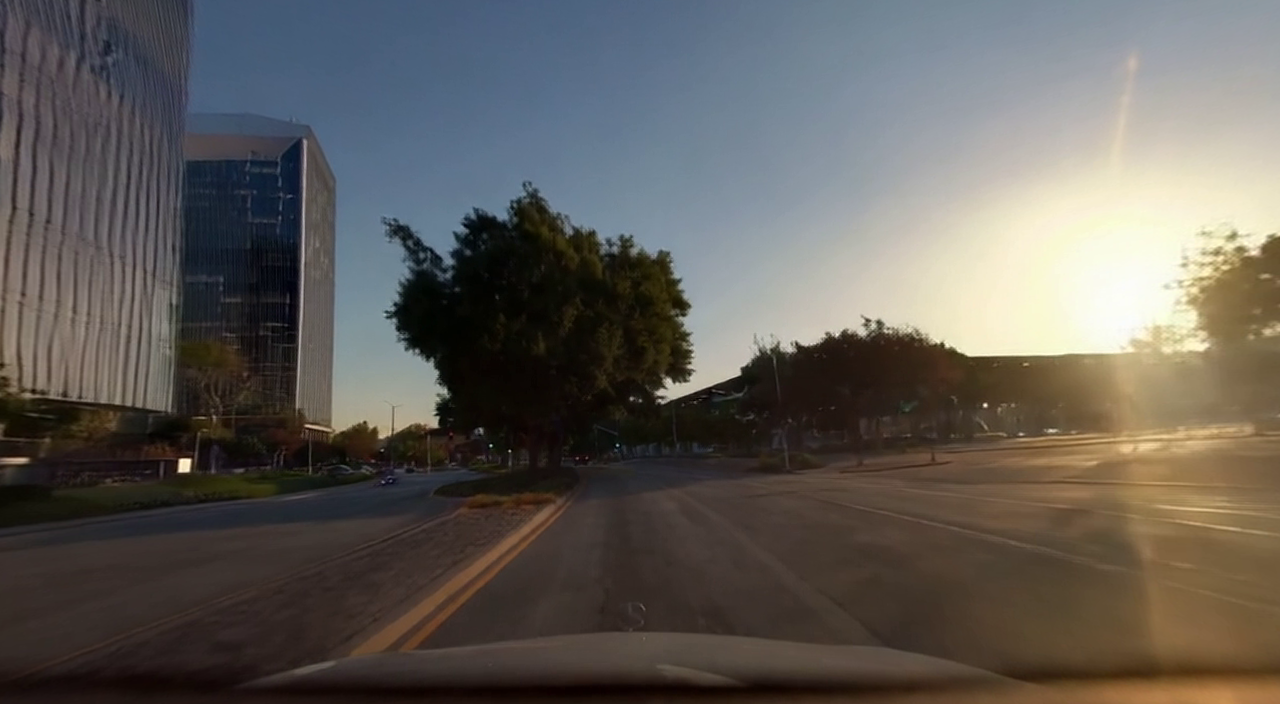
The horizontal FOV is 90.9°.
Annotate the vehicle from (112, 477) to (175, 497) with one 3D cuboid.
[{"bbox_3d":[-37.645,10.234,47.841,3.285,1.346,1.605,2,-8,-12],"label":"vehicle"}]
